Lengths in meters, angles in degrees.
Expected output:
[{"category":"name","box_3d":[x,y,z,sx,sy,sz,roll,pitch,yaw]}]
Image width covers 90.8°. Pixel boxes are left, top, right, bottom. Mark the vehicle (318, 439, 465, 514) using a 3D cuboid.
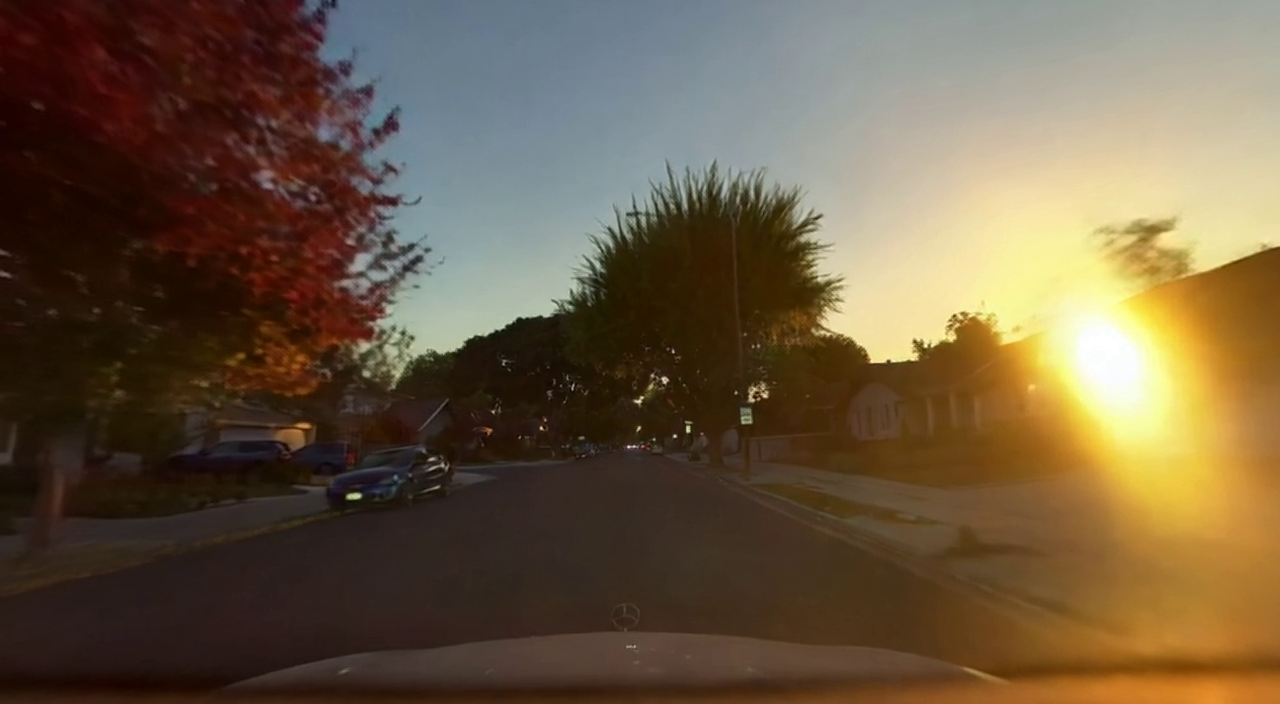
[{"category":"vehicle","box_3d":[-6.563,3.349,17.491,2.078,1.745,5.119,0,-9,-1]}]
